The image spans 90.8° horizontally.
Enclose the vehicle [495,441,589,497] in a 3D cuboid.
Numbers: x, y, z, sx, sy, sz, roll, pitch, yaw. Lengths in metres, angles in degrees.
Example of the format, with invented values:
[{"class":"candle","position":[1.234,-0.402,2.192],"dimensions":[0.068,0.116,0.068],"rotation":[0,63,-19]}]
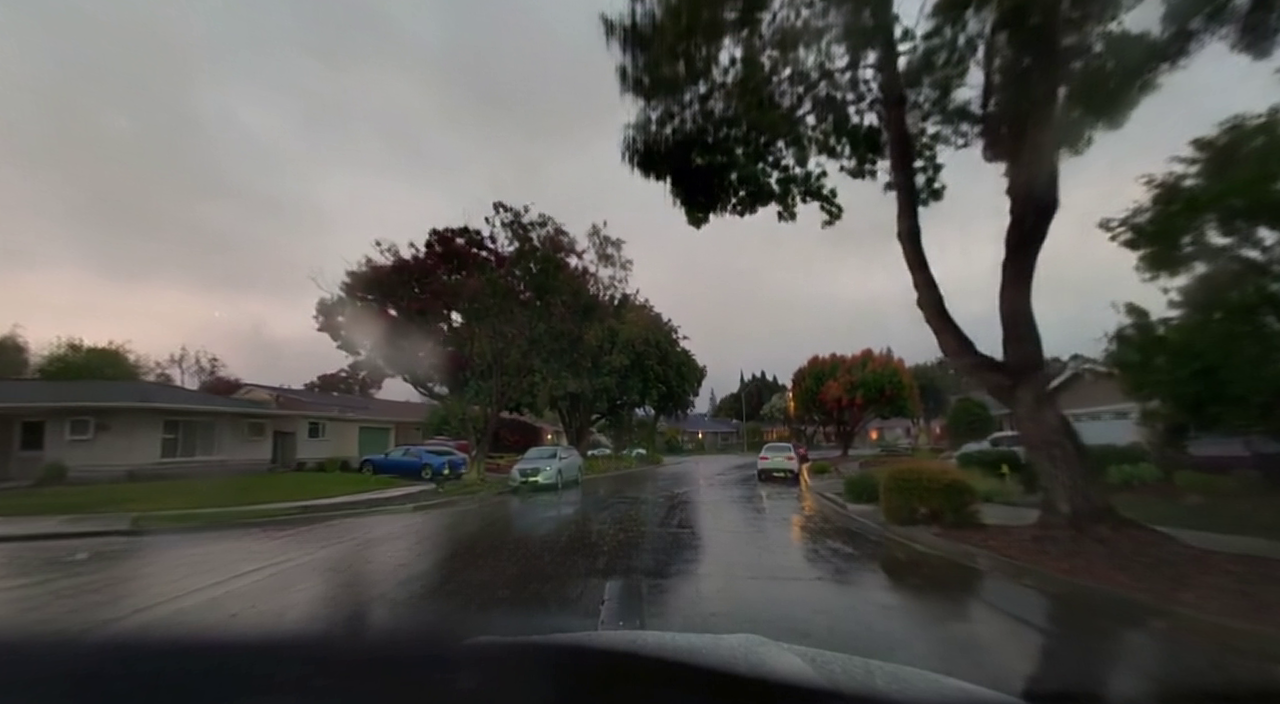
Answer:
[{"class":"vehicle","position":[-3.540,4.313,23.778],"dimensions":[2.041,1.762,4.508],"rotation":[-4,-8,11]}]

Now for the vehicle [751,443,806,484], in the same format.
[{"class":"vehicle","position":[6.232,4.890,28.062],"dimensions":[2.075,1.657,4.648],"rotation":[-2,-9,15]}]
